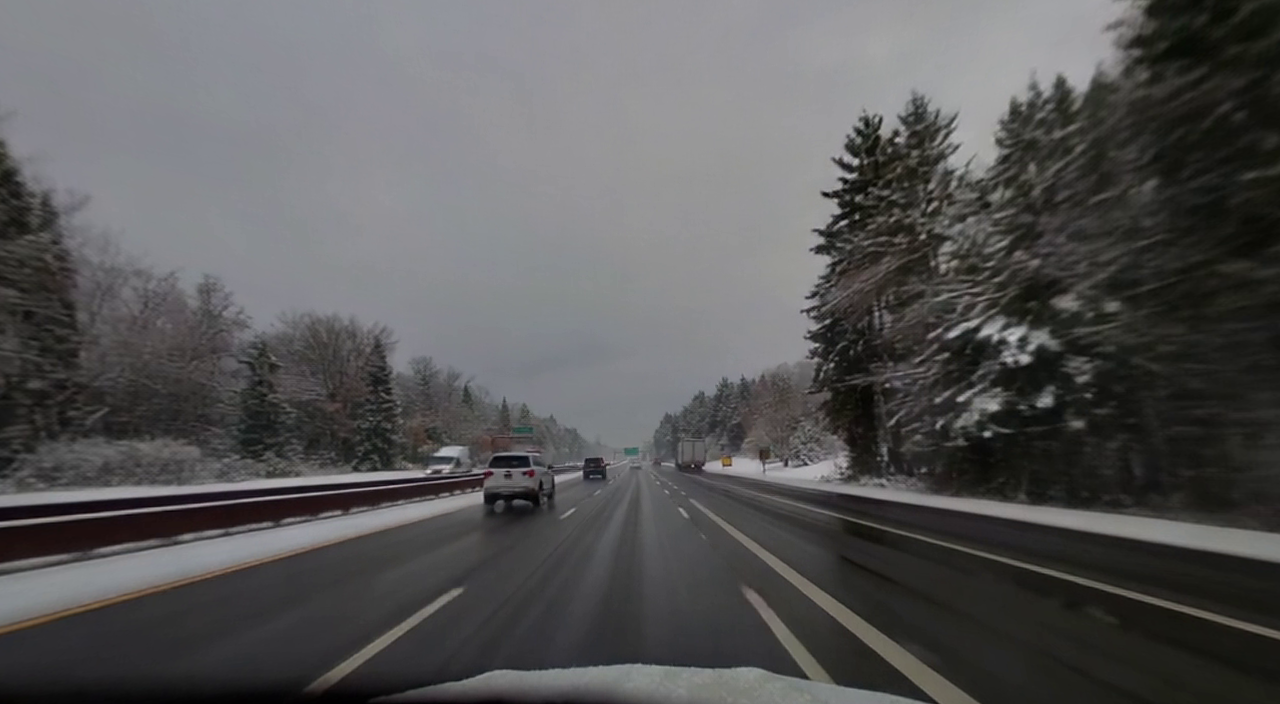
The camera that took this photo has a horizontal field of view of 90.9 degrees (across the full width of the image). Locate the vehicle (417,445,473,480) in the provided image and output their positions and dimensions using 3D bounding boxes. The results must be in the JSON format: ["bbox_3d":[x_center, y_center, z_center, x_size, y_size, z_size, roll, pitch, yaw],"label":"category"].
[{"bbox_3d":[-15.302,8.800,49.994,2.333,2.505,6.322,1,-10,0],"label":"vehicle"}]

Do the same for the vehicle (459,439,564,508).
[{"bbox_3d":[-3.895,3.836,20.098,2.272,1.873,4.832,1,-10,0],"label":"vehicle"}]
